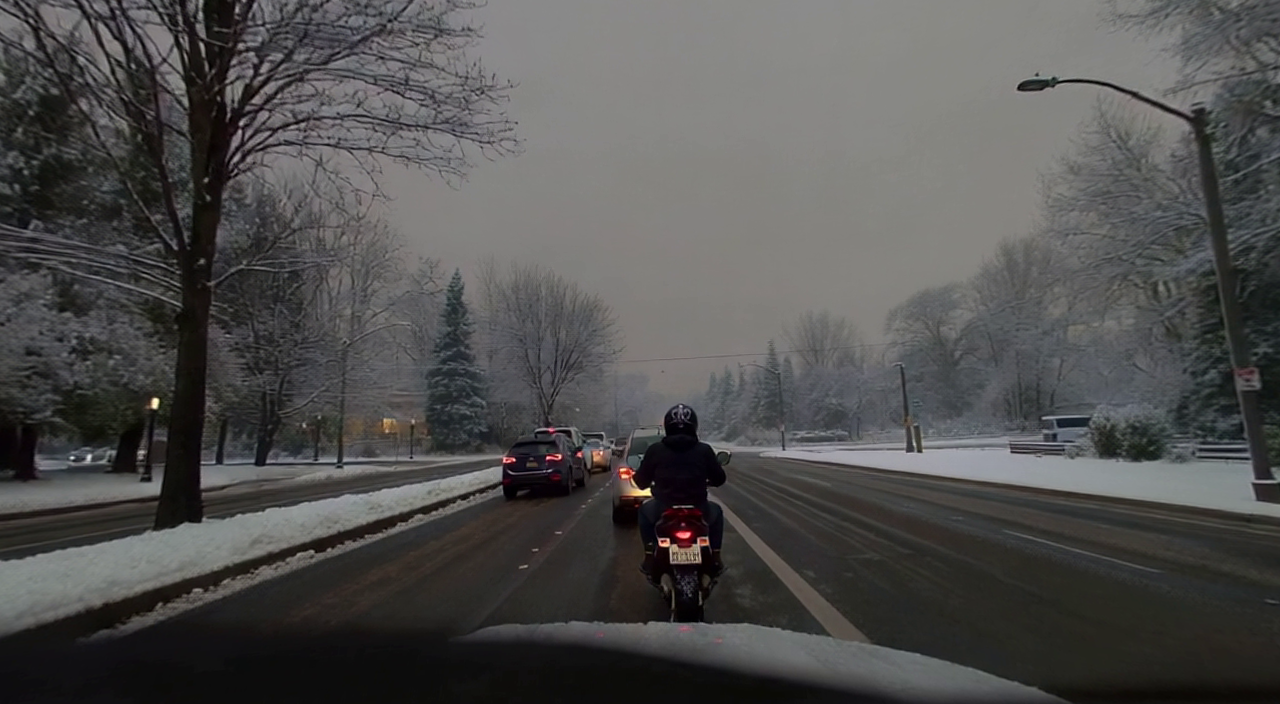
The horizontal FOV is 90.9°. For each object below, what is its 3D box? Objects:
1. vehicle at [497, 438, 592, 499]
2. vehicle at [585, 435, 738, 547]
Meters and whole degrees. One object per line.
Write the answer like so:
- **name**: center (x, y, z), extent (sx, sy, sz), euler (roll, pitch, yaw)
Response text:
- **vehicle**: center (-2.554, 3.216, 17.855), extent (1.979, 1.499, 3.840), euler (-1, -8, 2)
- **vehicle**: center (0.324, 2.169, 10.669), extent (2.009, 1.450, 4.608), euler (-1, -8, 1)
